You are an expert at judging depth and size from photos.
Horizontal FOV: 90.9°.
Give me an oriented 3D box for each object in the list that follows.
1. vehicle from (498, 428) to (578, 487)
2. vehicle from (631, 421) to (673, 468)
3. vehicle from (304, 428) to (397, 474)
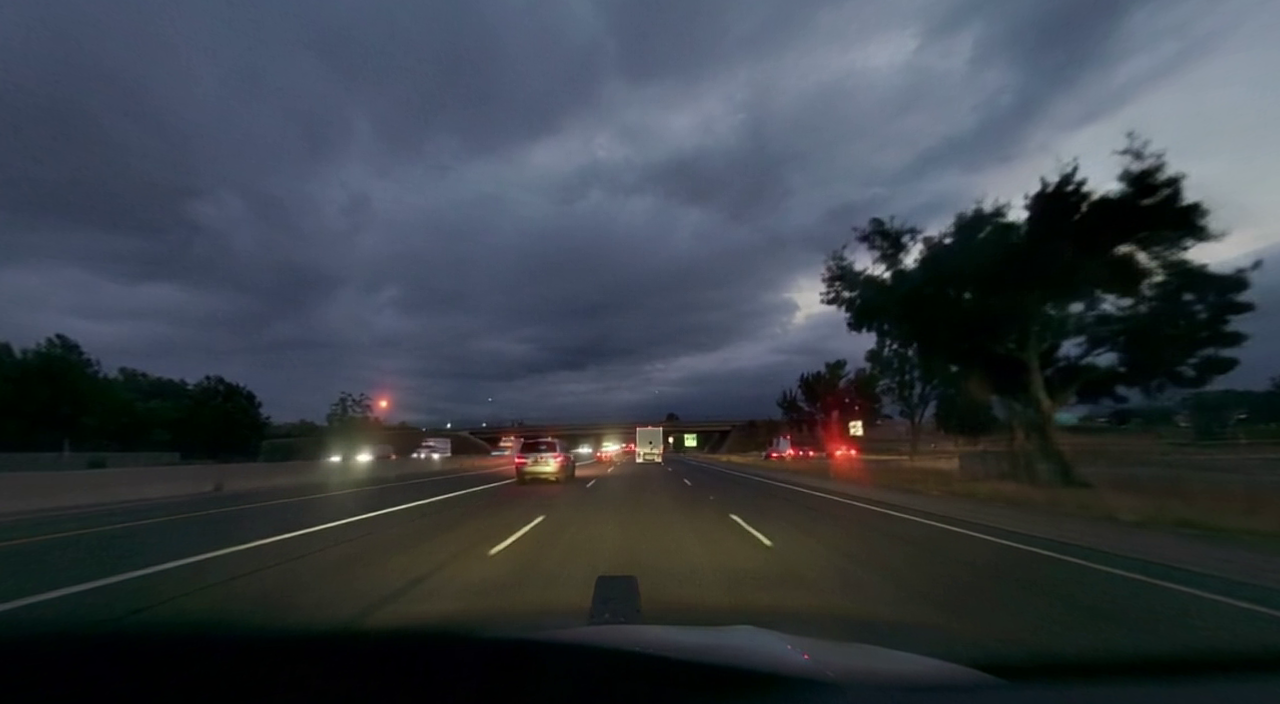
[{"bbox_3d":[-3.911,4.202,25.320,2.233,2.093,5.565,0,-9,0],"label":"vehicle"},{"bbox_3d":[0.756,6.797,46.041,2.790,3.075,7.414,0,-9,0],"label":"vehicle"},{"bbox_3d":[-16.504,5.717,36.372,2.629,2.384,5.546,0,-9,0],"label":"vehicle"}]
